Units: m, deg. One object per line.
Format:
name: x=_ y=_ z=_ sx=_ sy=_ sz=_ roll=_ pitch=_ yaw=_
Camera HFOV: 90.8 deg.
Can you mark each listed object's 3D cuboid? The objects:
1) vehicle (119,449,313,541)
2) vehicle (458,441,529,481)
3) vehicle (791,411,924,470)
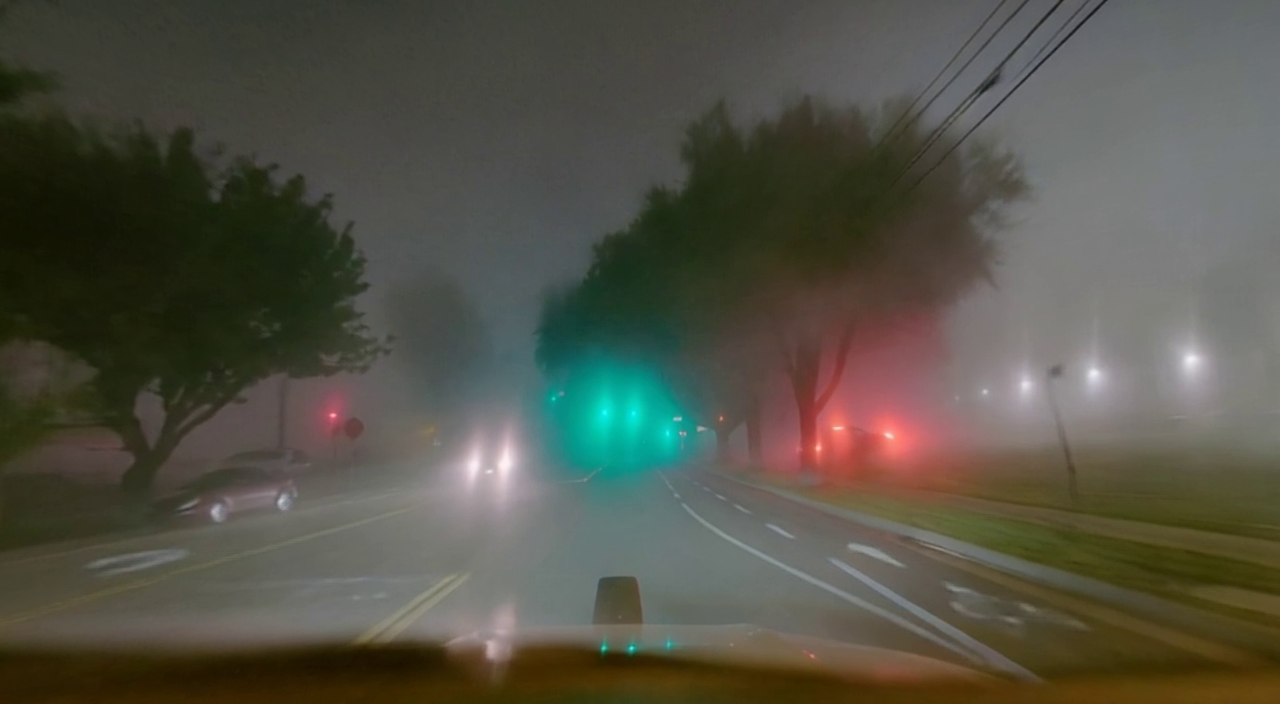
vehicle: x=-11.472 y=3.805 z=17.649 sx=2.024 sy=1.795 sz=5.054 roll=-10 pitch=-8 yaw=-3
vehicle: x=-6.979 y=5.210 z=30.604 sx=2.142 sy=1.611 sz=4.890 roll=-4 pitch=-9 yaw=1
vehicle: x=9.466 y=3.776 z=27.386 sx=5.565 sy=2.036 sz=1.907 roll=-1 pitch=-7 yaw=-27
